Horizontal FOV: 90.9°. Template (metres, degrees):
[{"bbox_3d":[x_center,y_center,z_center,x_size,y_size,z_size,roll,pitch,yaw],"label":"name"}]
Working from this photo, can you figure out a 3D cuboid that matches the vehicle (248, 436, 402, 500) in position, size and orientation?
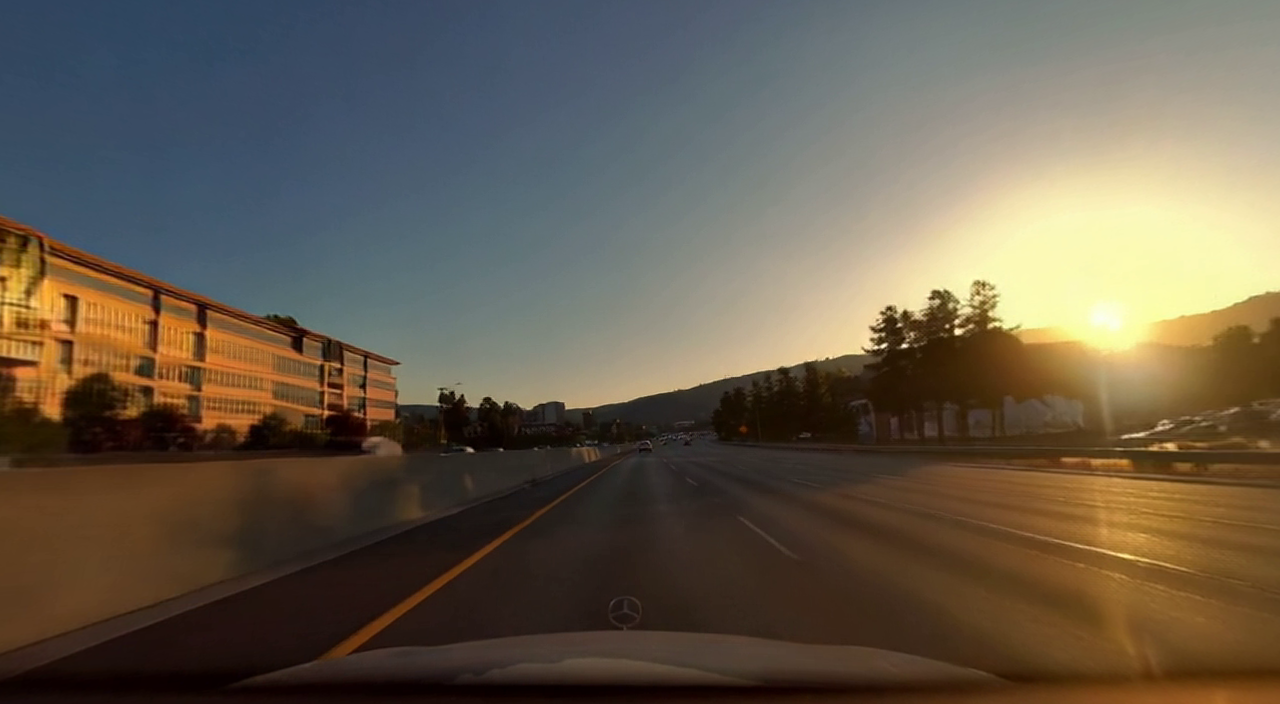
[{"bbox_3d":[-10.825,4.023,22.423,2.307,1.934,6.053,0,-8,0],"label":"vehicle"}]
